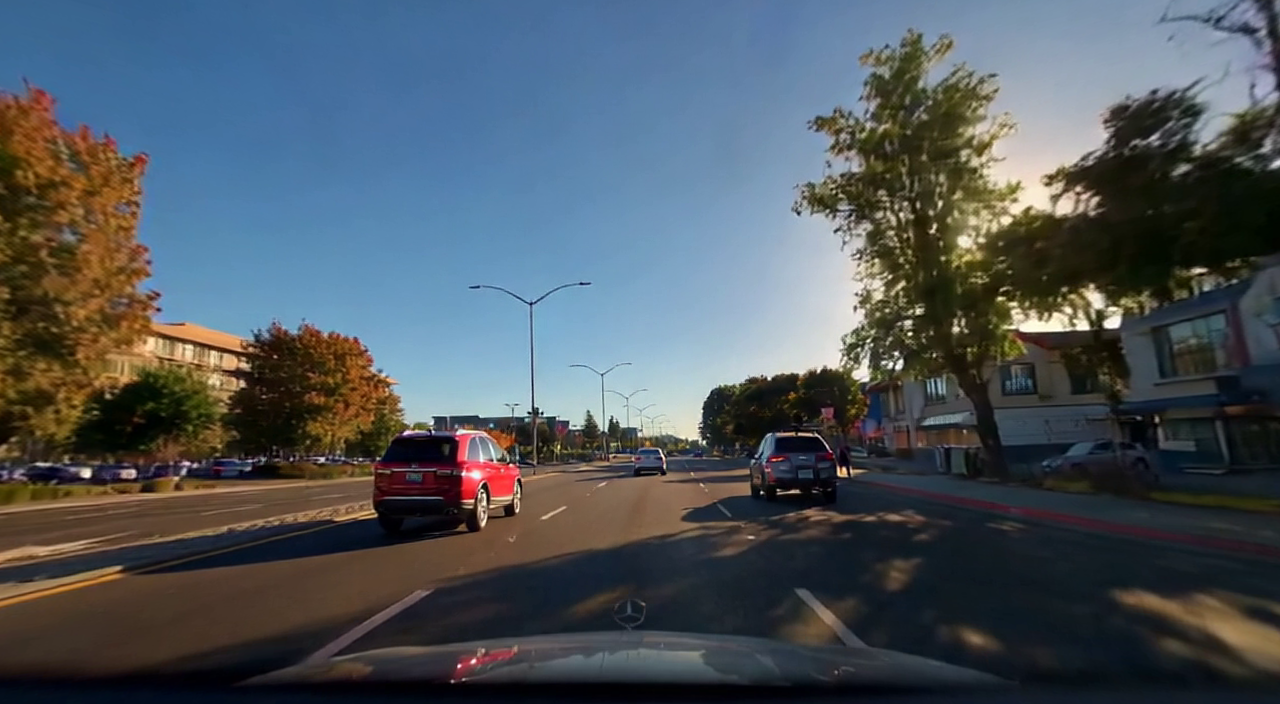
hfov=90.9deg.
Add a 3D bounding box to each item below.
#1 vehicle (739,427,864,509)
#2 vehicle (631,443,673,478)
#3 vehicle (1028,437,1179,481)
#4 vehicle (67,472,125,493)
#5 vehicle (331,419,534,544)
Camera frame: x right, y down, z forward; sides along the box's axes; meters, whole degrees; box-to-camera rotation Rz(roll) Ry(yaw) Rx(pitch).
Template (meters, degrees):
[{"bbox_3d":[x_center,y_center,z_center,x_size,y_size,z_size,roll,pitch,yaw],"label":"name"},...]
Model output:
[{"bbox_3d":[3.903,2.887,16.125,2.083,1.779,4.347,0,-9,1],"label":"vehicle"},{"bbox_3d":[0.671,5.619,32.969,2.067,1.702,3.987,0,-9,2],"label":"vehicle"},{"bbox_3d":[18.527,4.291,25.492,4.601,1.603,1.852,-5,-10,28],"label":"vehicle"},{"bbox_3d":[-37.912,9.061,43.866,3.811,1.272,1.760,-5,-10,30],"label":"vehicle"},{"bbox_3d":[-3.441,2.244,11.557,2.047,1.810,4.414,0,-9,2],"label":"vehicle"}]
